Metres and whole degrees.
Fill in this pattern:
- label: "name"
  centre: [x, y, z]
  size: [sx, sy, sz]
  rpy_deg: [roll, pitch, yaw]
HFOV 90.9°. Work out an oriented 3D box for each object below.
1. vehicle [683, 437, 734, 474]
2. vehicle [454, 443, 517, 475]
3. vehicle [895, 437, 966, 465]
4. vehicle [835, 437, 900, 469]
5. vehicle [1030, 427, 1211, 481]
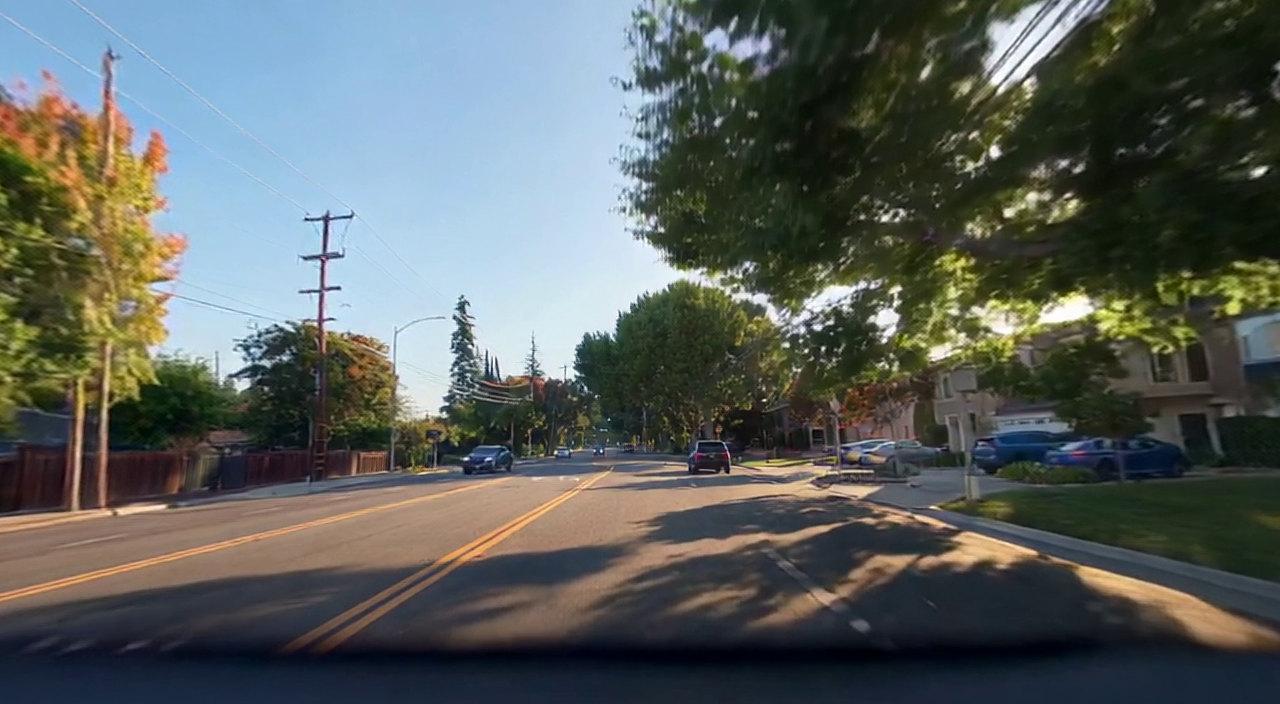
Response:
- label: "vehicle"
  centre: [3.670, 5.675, 34.757]
  size: [2.144, 1.843, 4.827]
  rpy_deg: [0, -9, -2]
- label: "vehicle"
  centre: [-8.463, 5.895, 34.978]
  size: [2.179, 1.613, 4.516]
  rpy_deg: [-1, -9, 3]
- label: "vehicle"
  centre: [16.105, 5.514, 35.221]
  size: [1.747, 1.405, 4.372]
  rpy_deg: [0, -9, -2]
- label: "vehicle"
  centre: [12.404, 5.542, 34.683]
  size: [1.970, 1.561, 4.725]
  rpy_deg: [-1, -9, 3]
- label: "vehicle"
  centre: [15.321, 3.266, 20.295]
  size: [4.135, 1.558, 1.929]
  rpy_deg: [-2, -8, 2]
